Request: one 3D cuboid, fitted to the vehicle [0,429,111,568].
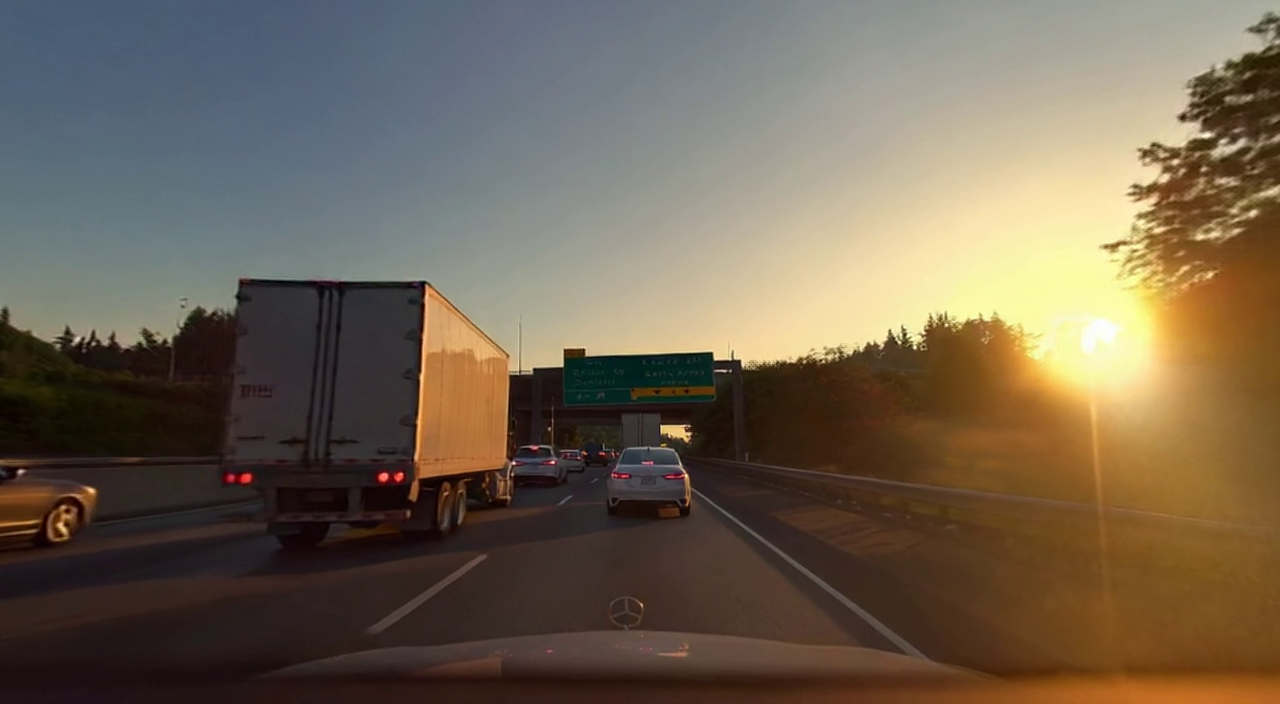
[{"bbox_3d":[-7.864,1.458,5.962,1.824,1.489,4.422,0,-9,1],"label":"vehicle"}]

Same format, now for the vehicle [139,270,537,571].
[{"bbox_3d":[-3.886,1.307,10.801,2.832,3.293,7.782,0,-9,1],"label":"vehicle"}]

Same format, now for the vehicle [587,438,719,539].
[{"bbox_3d":[0.195,2.340,11.297,1.995,1.495,3.380,0,-9,0],"label":"vehicle"}]
